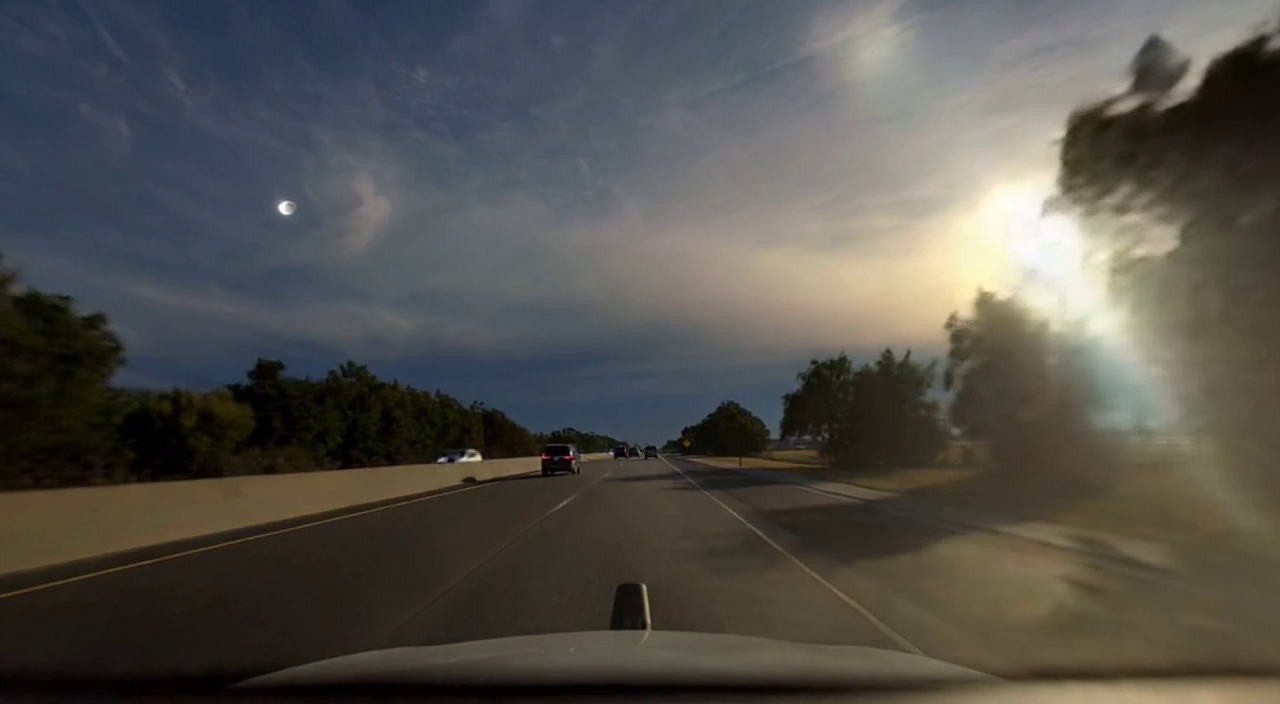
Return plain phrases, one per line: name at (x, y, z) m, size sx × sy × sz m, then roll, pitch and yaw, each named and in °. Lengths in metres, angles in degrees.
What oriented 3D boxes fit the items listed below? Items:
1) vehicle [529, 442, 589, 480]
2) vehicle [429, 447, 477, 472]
vehicle at (-3.863, 5.295, 30.908) m, size 2.188 × 1.692 × 4.623 m, roll 0°, pitch -9°, yaw 1°
vehicle at (-11.693, 6.743, 39.706) m, size 1.801 × 1.459 × 3.745 m, roll 0°, pitch -9°, yaw 2°
